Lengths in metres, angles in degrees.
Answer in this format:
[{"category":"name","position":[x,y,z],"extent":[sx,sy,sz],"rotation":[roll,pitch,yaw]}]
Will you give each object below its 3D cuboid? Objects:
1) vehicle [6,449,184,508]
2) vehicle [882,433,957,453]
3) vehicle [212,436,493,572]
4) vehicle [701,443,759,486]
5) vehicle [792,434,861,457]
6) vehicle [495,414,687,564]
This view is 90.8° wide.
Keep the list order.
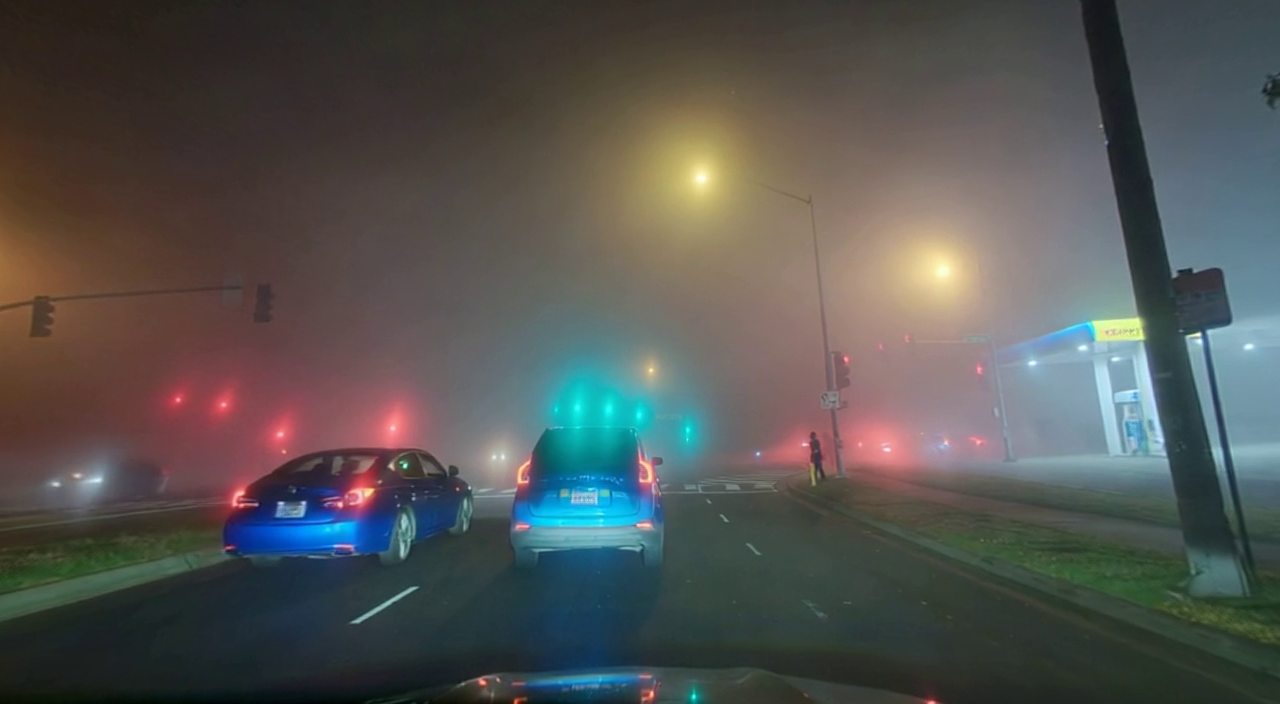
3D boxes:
[{"category":"vehicle","position":[-18.385,4.218,21.678],"extent":[2.029,1.748,4.518],"rotation":[0,-8,0]},{"category":"vehicle","position":[20.734,6.765,46.979],"extent":[4.700,1.417,1.789],"rotation":[0,-8,1]},{"category":"vehicle","position":[-3.706,2.012,9.220],"extent":[2.003,1.492,4.291],"rotation":[0,-8,1]},{"category":"vehicle","position":[3.396,4.200,23.997],"extent":[1.976,1.462,4.342],"rotation":[-1,-8,8]},{"category":"vehicle","position":[13.888,6.992,47.265],"extent":[4.524,1.681,1.823],"rotation":[0,-8,-1]},{"category":"vehicle","position":[-0.579,1.896,9.498],"extent":[2.210,1.722,4.215],"rotation":[0,-8,0]}]
